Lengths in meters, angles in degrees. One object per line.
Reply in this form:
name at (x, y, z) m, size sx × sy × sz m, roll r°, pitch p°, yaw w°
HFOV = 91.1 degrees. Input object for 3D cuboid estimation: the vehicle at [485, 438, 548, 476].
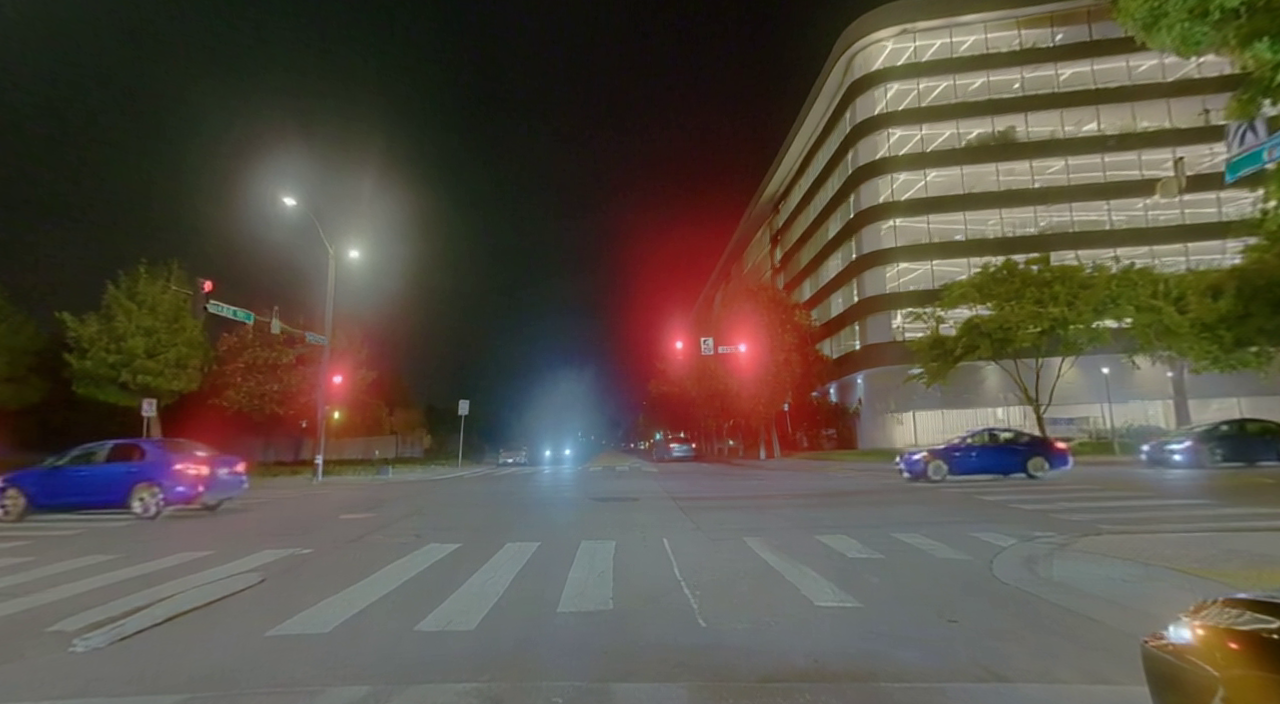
vehicle at (-5.948, 5.100, 30.786) m, size 2.115 × 1.690 × 4.322 m, roll 0°, pitch -8°, yaw 1°

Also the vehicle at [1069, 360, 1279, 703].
vehicle at (2.888, 0.661, 0.830) m, size 1.947 × 1.576 × 3.825 m, roll 0°, pitch -8°, yaw 1°

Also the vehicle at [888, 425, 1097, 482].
vehicle at (9.564, 2.782, 17.338) m, size 4.613 × 1.443 × 1.883 m, roll 0°, pitch -8°, yaw 0°

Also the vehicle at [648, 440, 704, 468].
vehicle at (1.935, 5.610, 34.891) m, size 2.031 × 1.442 × 4.446 m, roll 1°, pitch -8°, yaw -11°

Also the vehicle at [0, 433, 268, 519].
vehicle at (-11.480, 2.665, 13.742) m, size 5.369 × 1.704 × 1.993 m, roll 0°, pitch -8°, yaw 0°
